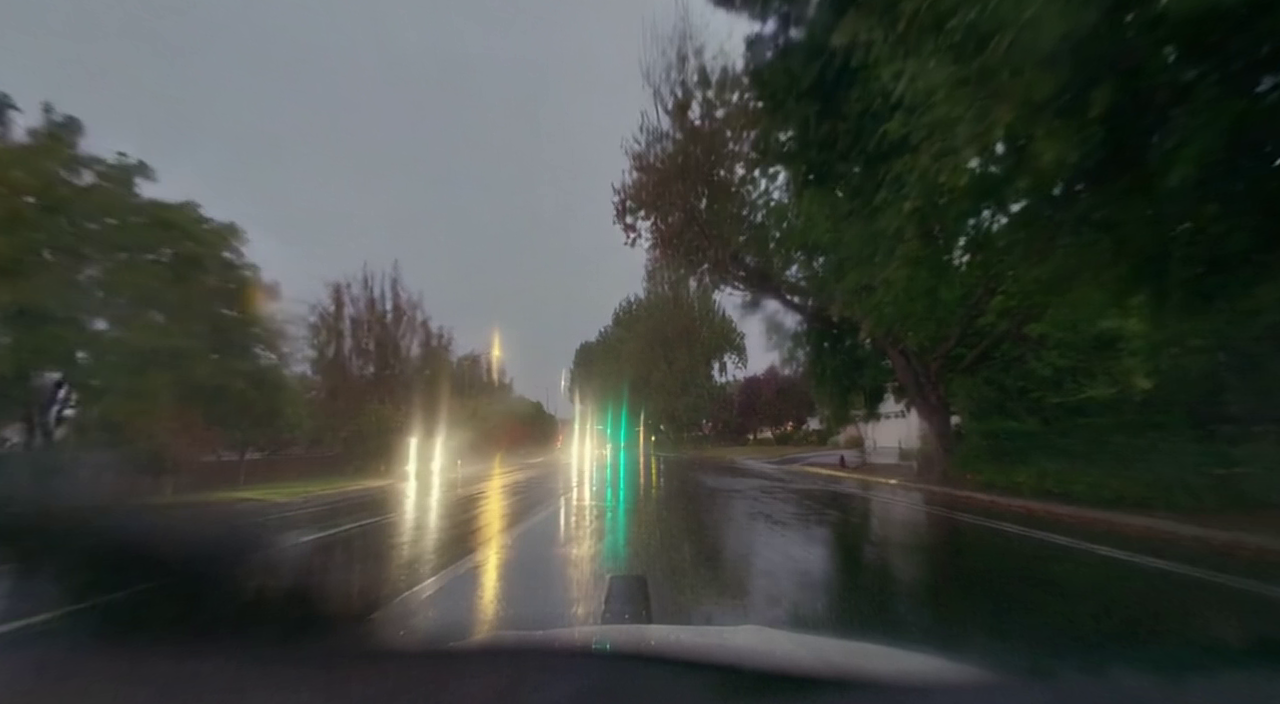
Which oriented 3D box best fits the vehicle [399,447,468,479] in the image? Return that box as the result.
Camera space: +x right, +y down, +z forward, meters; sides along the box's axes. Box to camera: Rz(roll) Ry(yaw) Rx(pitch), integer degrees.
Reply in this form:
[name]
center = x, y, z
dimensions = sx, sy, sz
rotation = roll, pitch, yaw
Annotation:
[vehicle]
center = -11.995, 6.446, 37.040
dimensions = 2.066, 1.681, 5.292
rotation = -1, -8, 2
